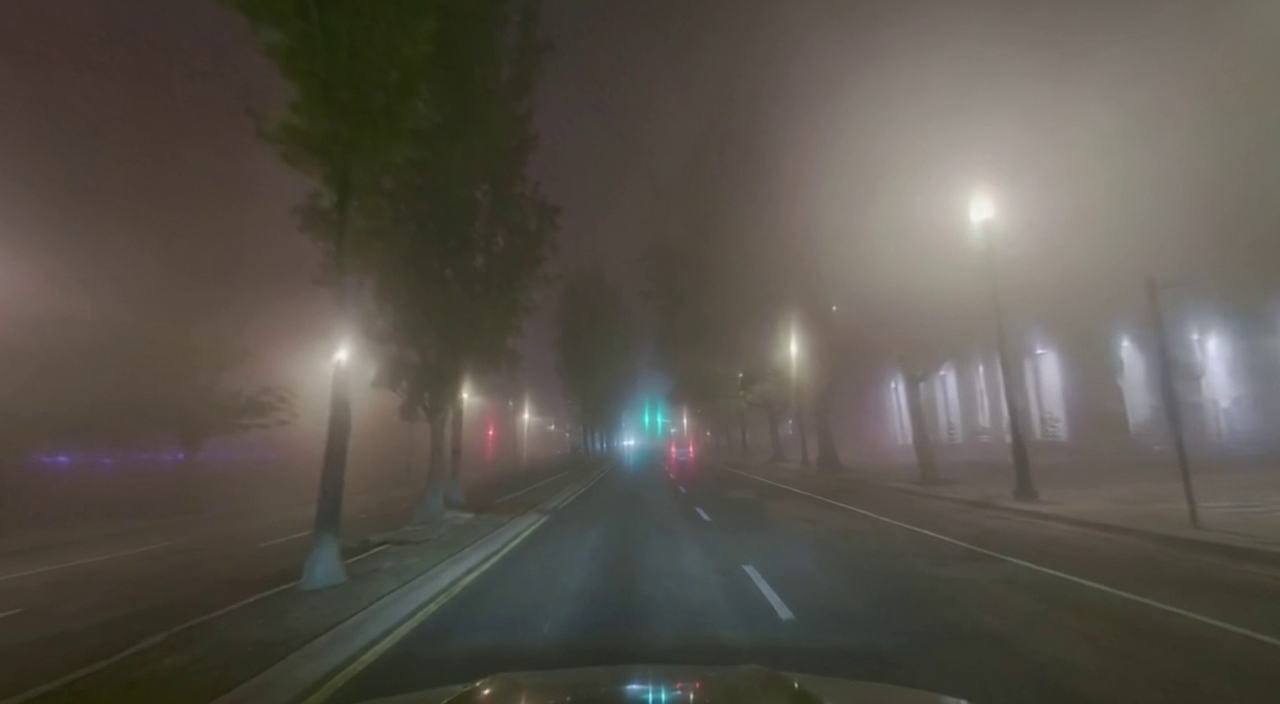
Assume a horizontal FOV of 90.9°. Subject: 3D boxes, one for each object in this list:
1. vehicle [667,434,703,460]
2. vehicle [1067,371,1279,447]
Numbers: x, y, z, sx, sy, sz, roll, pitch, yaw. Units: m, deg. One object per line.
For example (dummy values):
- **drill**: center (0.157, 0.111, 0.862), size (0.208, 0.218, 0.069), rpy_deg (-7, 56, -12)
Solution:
- **vehicle**: center (3.015, 6.509, 43.276), size (2.129, 1.719, 4.205), rpy_deg (0, -8, 0)
- **vehicle**: center (18.200, 1.933, 21.533), size (5.640, 2.310, 2.101), rpy_deg (2, -5, 4)
